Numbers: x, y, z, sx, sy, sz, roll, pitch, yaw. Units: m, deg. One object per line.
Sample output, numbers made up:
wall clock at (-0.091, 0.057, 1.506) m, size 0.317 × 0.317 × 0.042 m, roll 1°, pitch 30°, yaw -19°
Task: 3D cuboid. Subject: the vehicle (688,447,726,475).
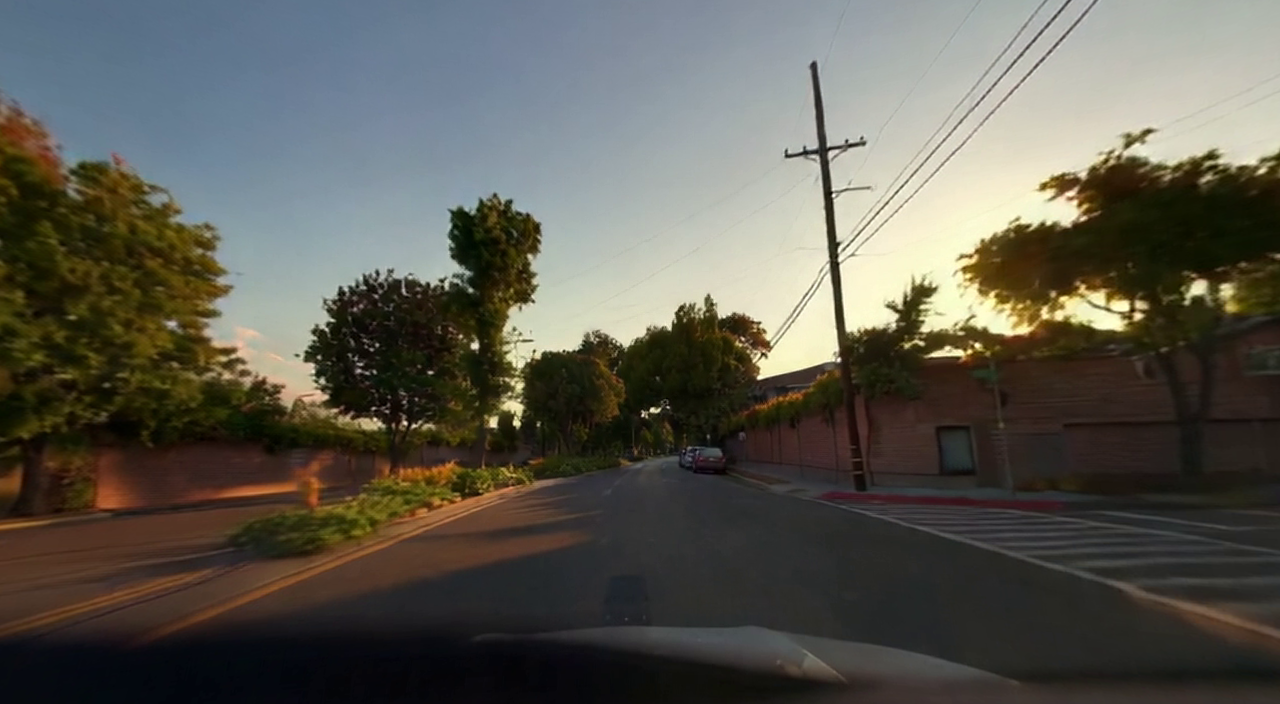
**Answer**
vehicle at (4.269, 7.009, 40.762) m, size 2.048 × 1.596 × 5.543 m, roll 2°, pitch -8°, yaw 2°
